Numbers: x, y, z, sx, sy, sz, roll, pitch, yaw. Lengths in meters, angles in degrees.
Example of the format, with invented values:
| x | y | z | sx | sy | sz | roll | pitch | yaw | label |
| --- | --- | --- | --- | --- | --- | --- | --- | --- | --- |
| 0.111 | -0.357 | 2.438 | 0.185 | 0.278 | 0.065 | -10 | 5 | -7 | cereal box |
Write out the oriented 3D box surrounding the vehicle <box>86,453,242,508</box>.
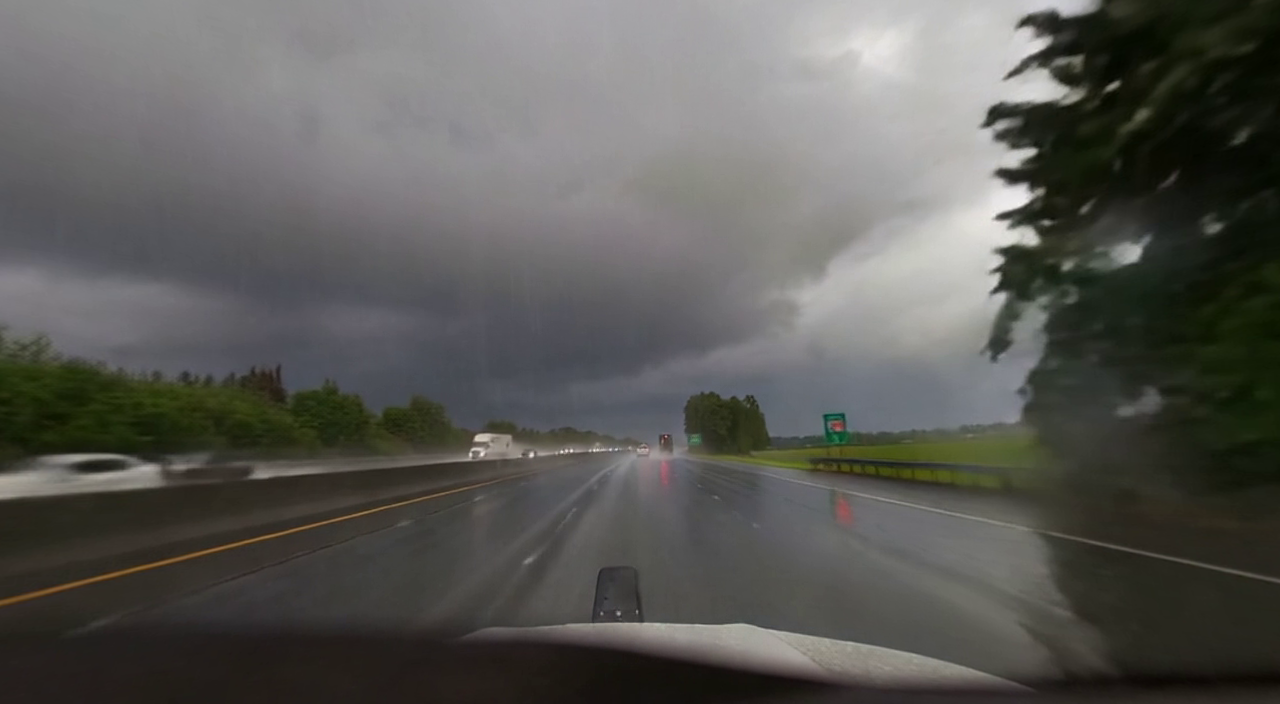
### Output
| x | y | z | sx | sy | sz | roll | pitch | yaw | label |
| --- | --- | --- | --- | --- | --- | --- | --- | --- | --- |
| -15.670 | 4.213 | 21.057 | 1.828 | 1.570 | 4.326 | 0 | -9 | -1 | vehicle |
